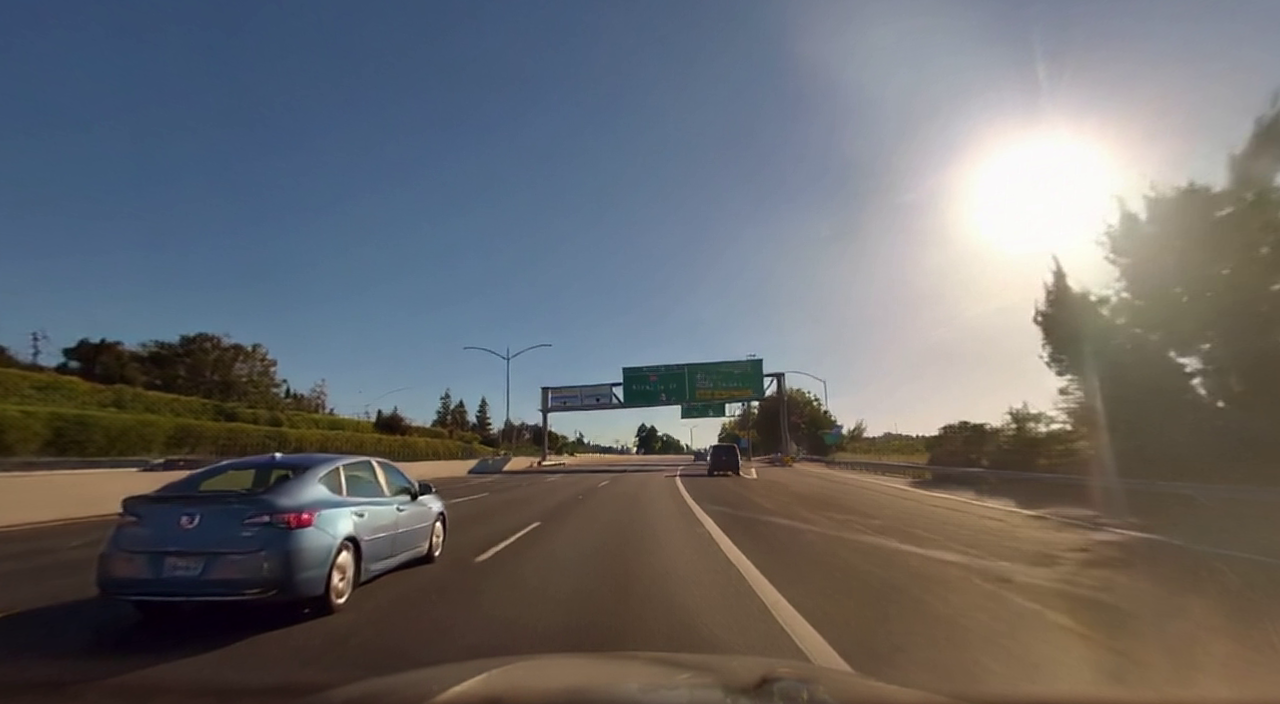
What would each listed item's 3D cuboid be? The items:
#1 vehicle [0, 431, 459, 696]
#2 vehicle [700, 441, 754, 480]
[{"bbox_3d":[-3.342,1.580,5.878,1.937,1.490,4.372,-1,-9,1],"label":"vehicle"},{"bbox_3d":[4.400,5.568,32.496,2.225,1.833,4.340,-1,-9,1],"label":"vehicle"}]
